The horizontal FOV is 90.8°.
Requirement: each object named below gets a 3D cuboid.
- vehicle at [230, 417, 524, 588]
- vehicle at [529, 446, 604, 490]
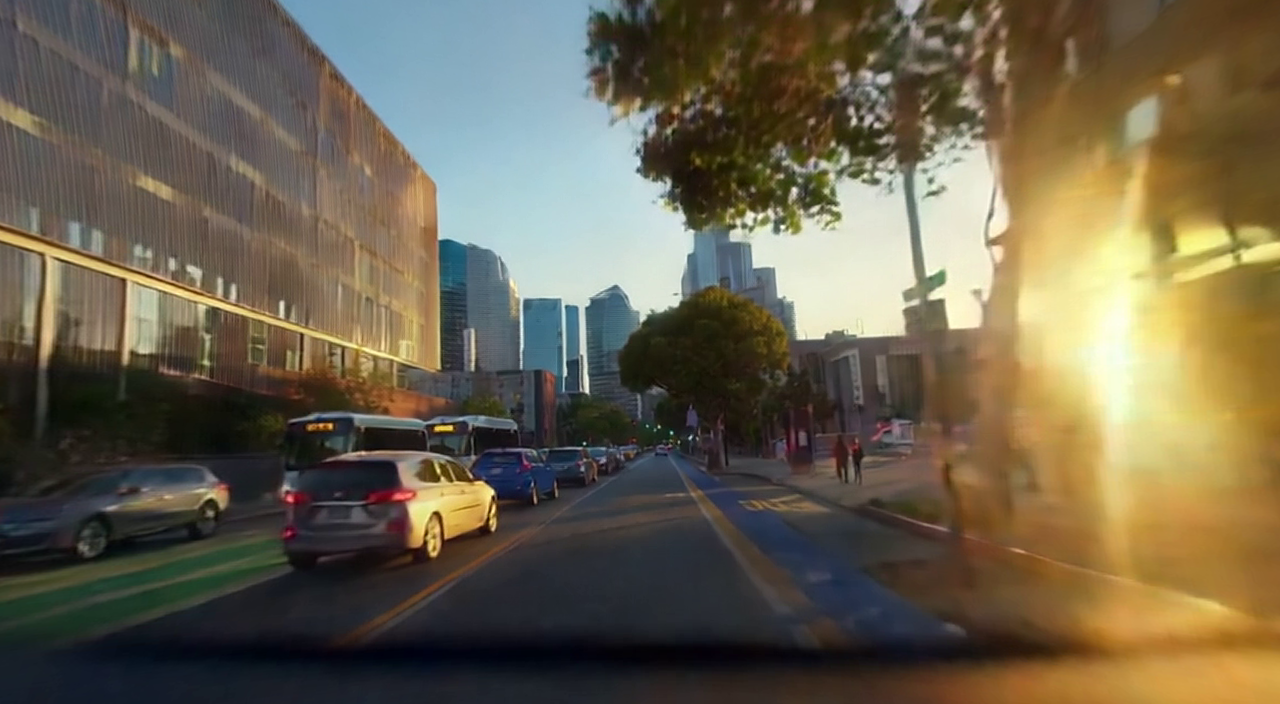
[{"bbox_3d":[-3.309,1.983,9.239,2.225,1.848,4.472,0,-8,2],"label":"vehicle"},{"bbox_3d":[-2.870,4.657,25.854,2.266,1.621,4.783,-1,-8,3],"label":"vehicle"}]
